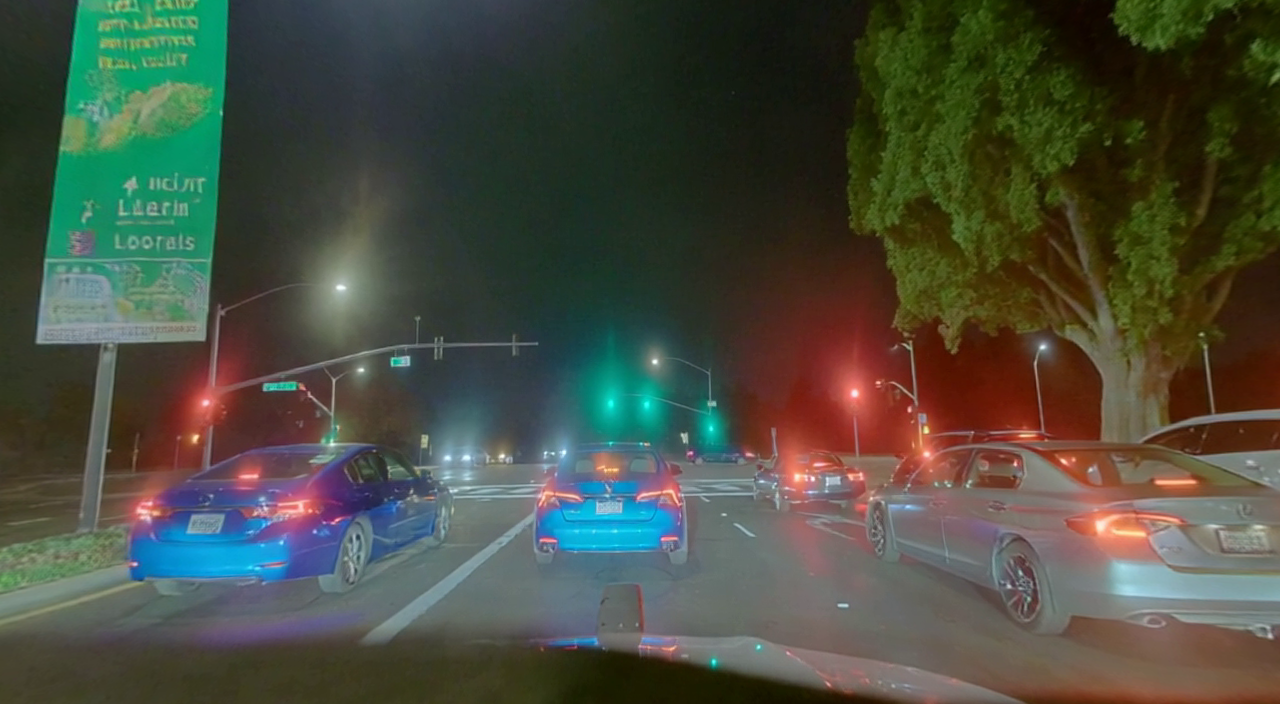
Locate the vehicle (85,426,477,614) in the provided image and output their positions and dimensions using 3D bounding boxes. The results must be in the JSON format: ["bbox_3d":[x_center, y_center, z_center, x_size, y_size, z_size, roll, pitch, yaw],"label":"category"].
[{"bbox_3d":[-3.362,1.638,7.081,1.929,1.457,4.136,0,-9,0],"label":"vehicle"}]

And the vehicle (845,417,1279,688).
[{"bbox_3d":[3.598,1.439,5.761,1.953,1.471,4.470,0,-9,0],"label":"vehicle"}]

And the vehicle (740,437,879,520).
[{"bbox_3d":[3.397,2.610,13.489,1.852,1.498,3.825,0,-9,-1],"label":"vehicle"}]

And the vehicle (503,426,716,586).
[{"bbox_3d":[-0.311,1.729,7.823,1.994,1.479,3.647,0,-9,-1],"label":"vehicle"}]
